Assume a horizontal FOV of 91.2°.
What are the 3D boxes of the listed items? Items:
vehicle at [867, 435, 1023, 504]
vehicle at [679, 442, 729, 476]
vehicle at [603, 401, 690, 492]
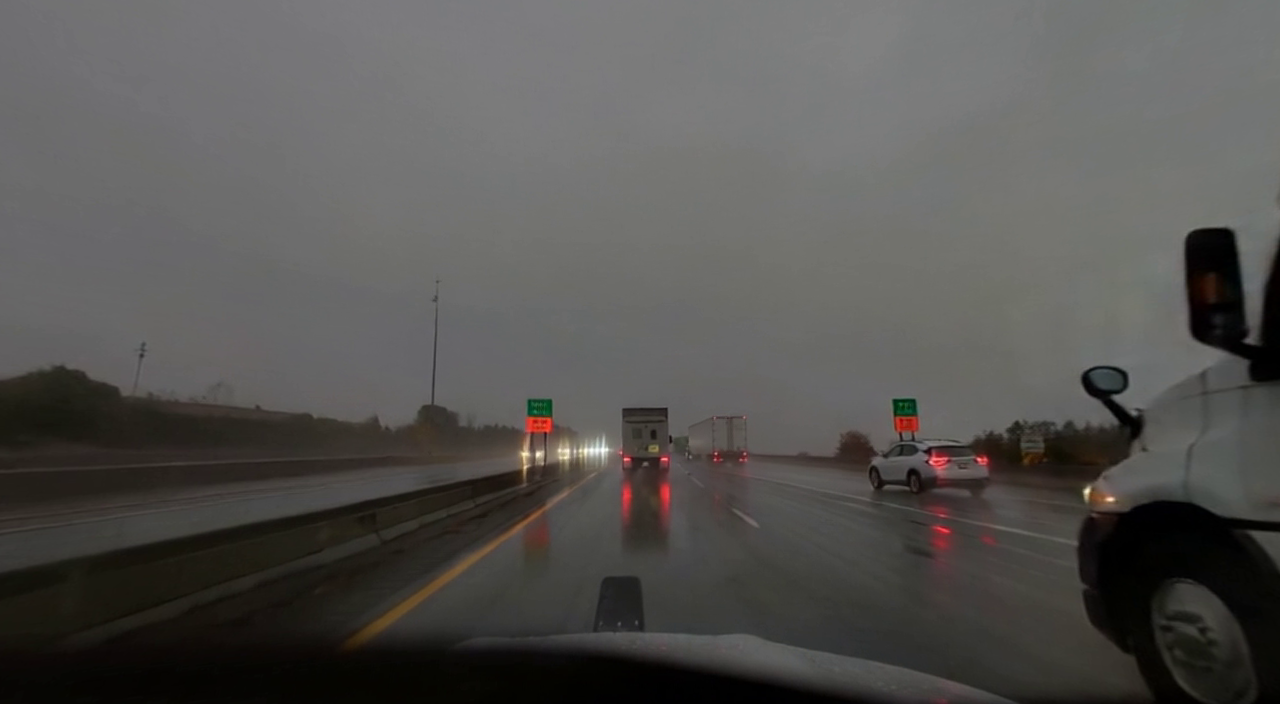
[{"bbox_3d":[7.548,2.937,16.022,1.988,1.534,3.763,0,-9,-2],"label":"vehicle"},{"bbox_3d":[3.257,5.529,32.557,2.127,1.642,3.899,0,-9,-1],"label":"vehicle"},{"bbox_3d":[0.424,3.353,22.244,2.506,2.743,6.093,-1,-9,6],"label":"vehicle"}]
